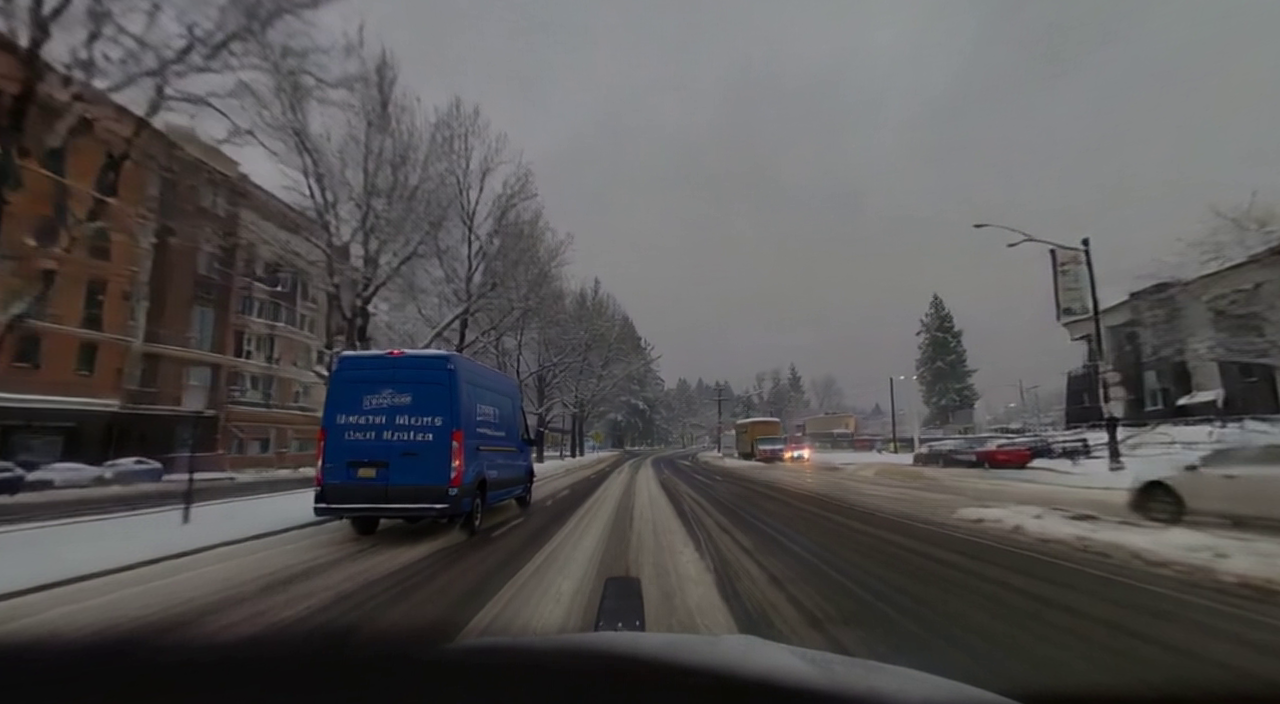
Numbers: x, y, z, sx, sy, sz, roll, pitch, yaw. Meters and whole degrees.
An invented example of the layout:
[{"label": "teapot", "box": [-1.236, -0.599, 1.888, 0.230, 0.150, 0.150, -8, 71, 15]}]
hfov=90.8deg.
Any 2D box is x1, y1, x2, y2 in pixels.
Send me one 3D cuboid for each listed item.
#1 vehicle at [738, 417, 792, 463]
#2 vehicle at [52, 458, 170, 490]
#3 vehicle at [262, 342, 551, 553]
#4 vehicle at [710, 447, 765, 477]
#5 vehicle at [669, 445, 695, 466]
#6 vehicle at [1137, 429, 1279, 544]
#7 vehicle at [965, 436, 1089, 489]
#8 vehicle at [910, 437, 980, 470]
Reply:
[{"label": "vehicle", "box": [9.502, 6.819, 48.779, 2.882, 3.208, 7.609, -1, -8, 3]}, {"label": "vehicle", "box": [-28.447, 6.549, 34.231, 1.878, 1.476, 4.847, -2, -9, 7]}, {"label": "vehicle", "box": [-3.848, 1.886, 12.808, 2.763, 2.974, 7.562, -1, -8, 2]}, {"label": "vehicle", "box": [5.035, 5.726, 33.281, 2.127, 1.439, 5.034, 0, -8, 1]}, {"label": "vehicle", "box": [3.230, 7.994, 48.850, 1.878, 1.534, 4.120, -1, -8, 3]}, {"label": "vehicle", "box": [9.253, 1.807, 8.683, 1.850, 1.477, 3.520, 0, -8, -2]}, {"label": "vehicle", "box": [12.070, 3.432, 19.974, 1.627, 1.493, 3.508, 0, -8, -1]}, {"label": "vehicle", "box": [16.927, 5.576, 34.994, 4.333, 1.698, 1.959, 8, -11, -43]}]
